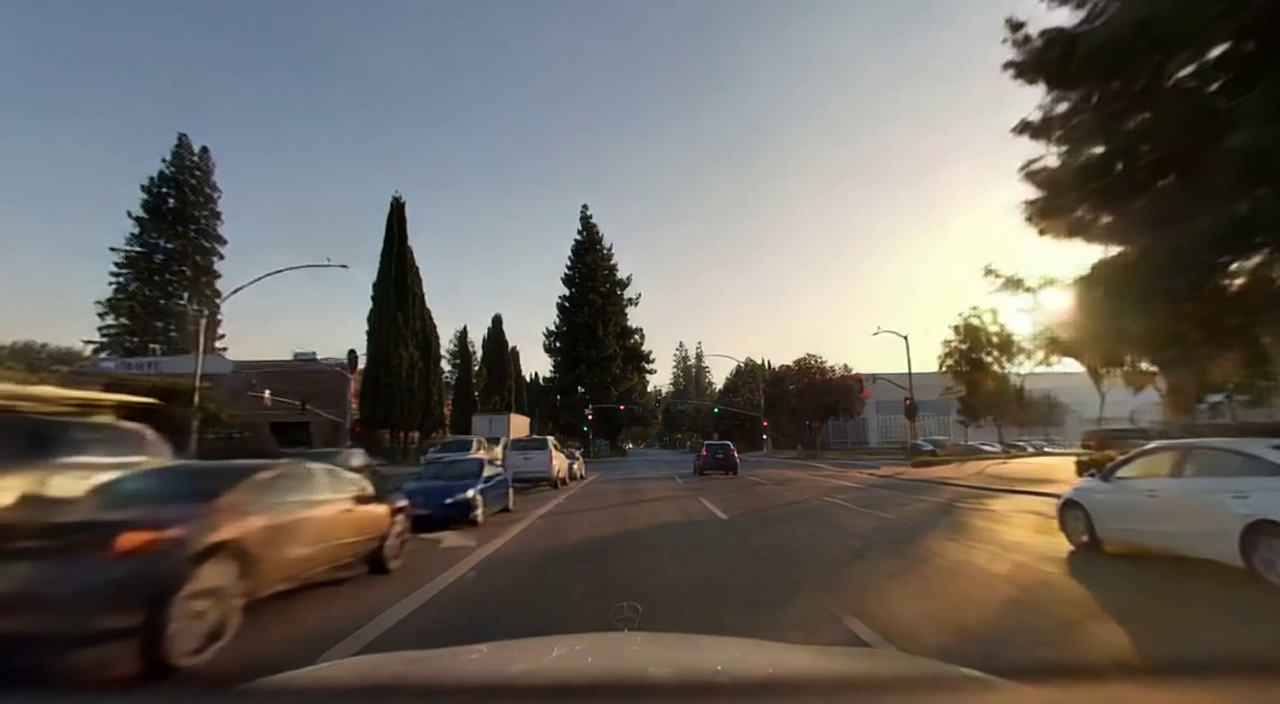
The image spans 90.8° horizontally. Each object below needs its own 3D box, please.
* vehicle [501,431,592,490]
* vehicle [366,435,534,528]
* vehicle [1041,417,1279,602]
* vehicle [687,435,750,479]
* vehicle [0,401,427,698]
[{"bbox_3d":[-3.078,3.771,22.296,2.313,1.752,6.152,0,-9,-1],"label":"vehicle"},{"bbox_3d":[-3.507,2.470,12.706,1.923,1.494,4.672,0,-9,0],"label":"vehicle"},{"bbox_3d":[6.642,1.541,6.603,2.000,1.618,4.238,0,-9,-1],"label":"vehicle"},{"bbox_3d":[3.384,4.633,28.197,2.095,1.759,4.862,0,-9,-1],"label":"vehicle"},{"bbox_3d":[-3.600,1.392,5.622,1.948,1.595,4.256,0,-9,-1],"label":"vehicle"}]
